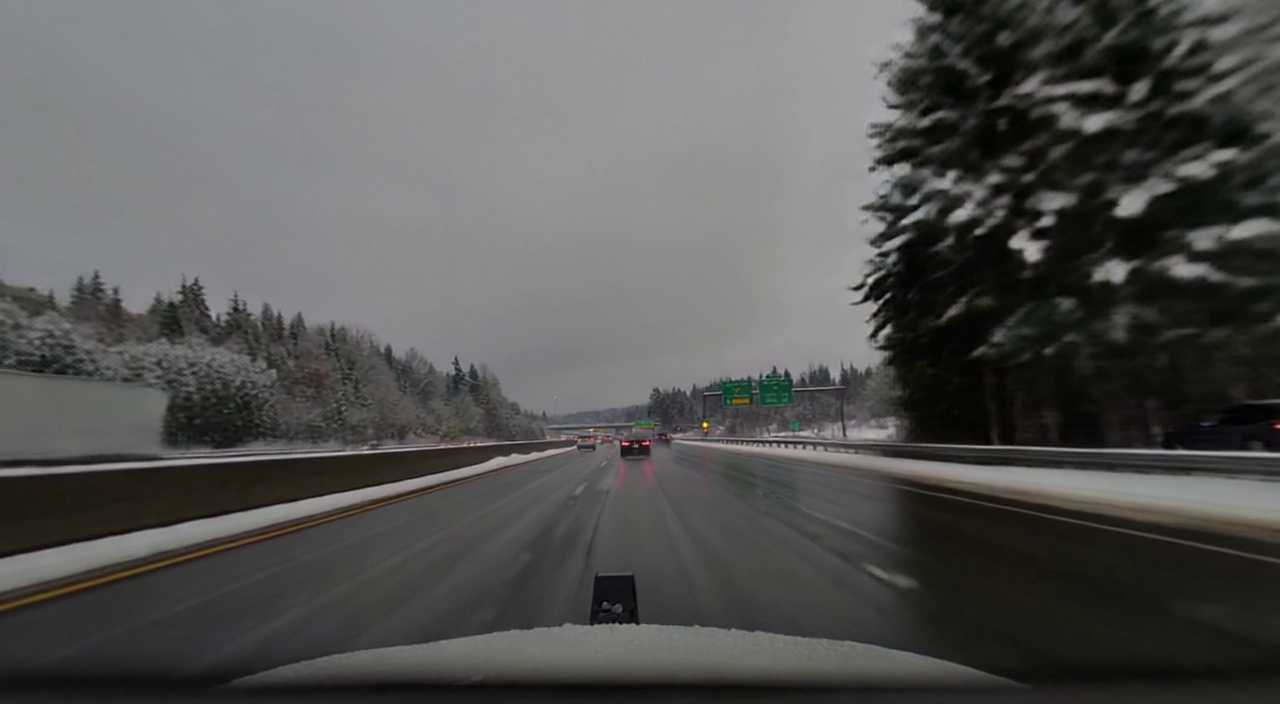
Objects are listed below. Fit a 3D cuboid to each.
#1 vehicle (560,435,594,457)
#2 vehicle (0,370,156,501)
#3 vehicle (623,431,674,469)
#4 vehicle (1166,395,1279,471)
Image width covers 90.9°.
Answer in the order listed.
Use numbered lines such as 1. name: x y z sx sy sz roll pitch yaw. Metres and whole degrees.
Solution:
1. vehicle: -4.255 6.431 43.229 2.014 1.471 4.380 0 -8 -1
2. vehicle: -19.775 2.116 16.069 3.005 3.718 15.585 0 -8 -2
3. vehicle: 0.287 4.313 28.022 2.086 1.554 3.875 0 -8 -2
4. vehicle: 22.638 2.909 22.581 2.232 2.540 6.015 0 -8 -2
